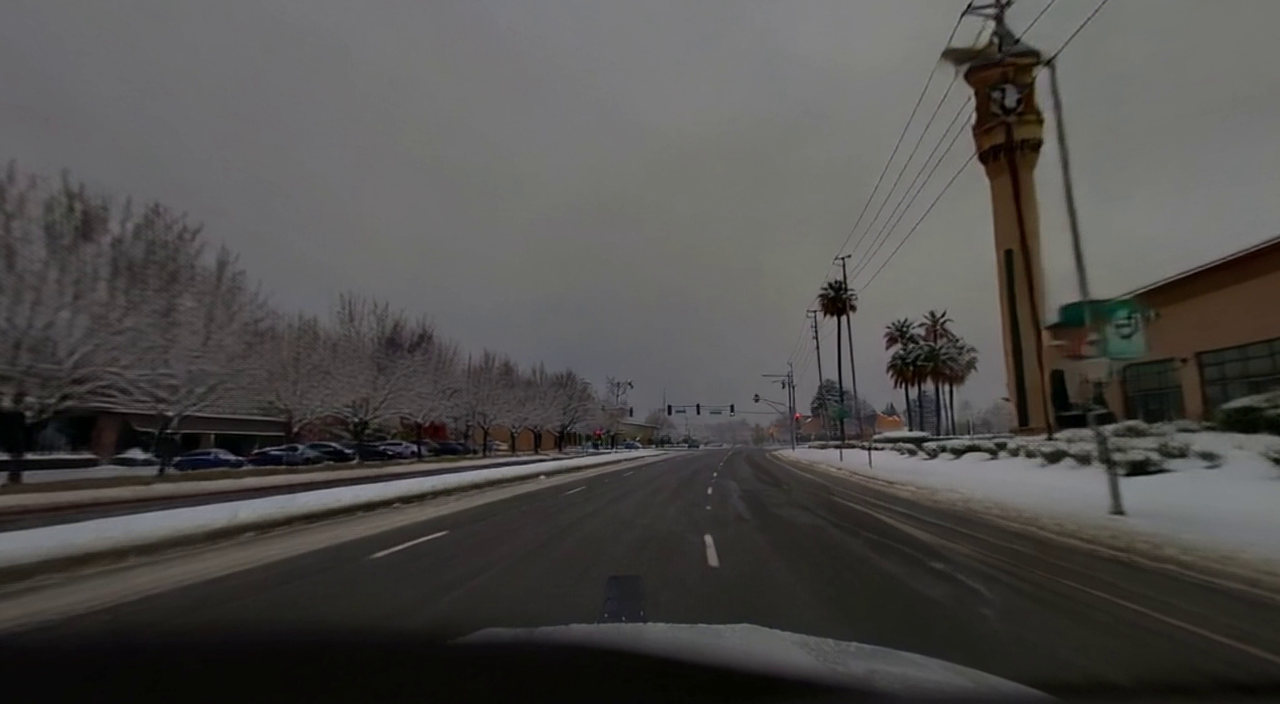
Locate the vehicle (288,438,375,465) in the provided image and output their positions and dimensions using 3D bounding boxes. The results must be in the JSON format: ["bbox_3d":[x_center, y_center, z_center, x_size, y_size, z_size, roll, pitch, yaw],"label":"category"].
[{"bbox_3d":[-21.267,6.869,43.389,5.084,1.664,2.006,-2,-7,5],"label":"vehicle"}]

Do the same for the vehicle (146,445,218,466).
[{"bbox_3d":[-35.579,8.030,48.791,4.188,1.615,1.866,0,-9,3],"label":"vehicle"}]

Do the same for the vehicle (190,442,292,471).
[{"bbox_3d":[-22.403,5.882,35.349,4.440,1.541,1.851,0,-9,2],"label":"vehicle"}]
